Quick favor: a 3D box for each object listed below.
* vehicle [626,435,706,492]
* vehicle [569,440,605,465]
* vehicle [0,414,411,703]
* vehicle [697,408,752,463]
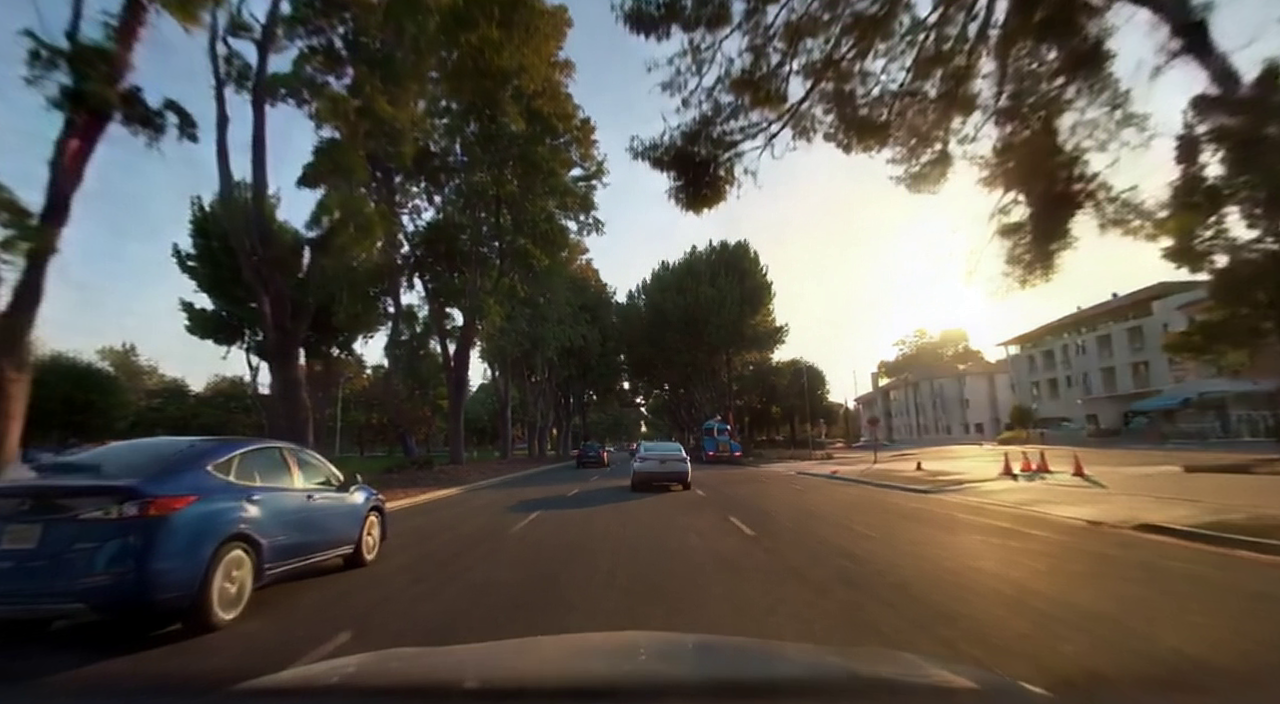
[{"bbox_3d":[0.646,3.218,18.491,2.086,1.466,4.026,0,-8,-1],"label":"vehicle"},{"bbox_3d":[-3.630,6.953,43.911,2.062,1.641,4.193,0,-8,1],"label":"vehicle"},{"bbox_3d":[-3.994,1.433,5.670,2.003,1.507,4.808,0,-8,1],"label":"vehicle"},{"bbox_3d":[6.226,6.450,48.282,2.867,3.600,11.047,-1,-8,1],"label":"vehicle"}]
